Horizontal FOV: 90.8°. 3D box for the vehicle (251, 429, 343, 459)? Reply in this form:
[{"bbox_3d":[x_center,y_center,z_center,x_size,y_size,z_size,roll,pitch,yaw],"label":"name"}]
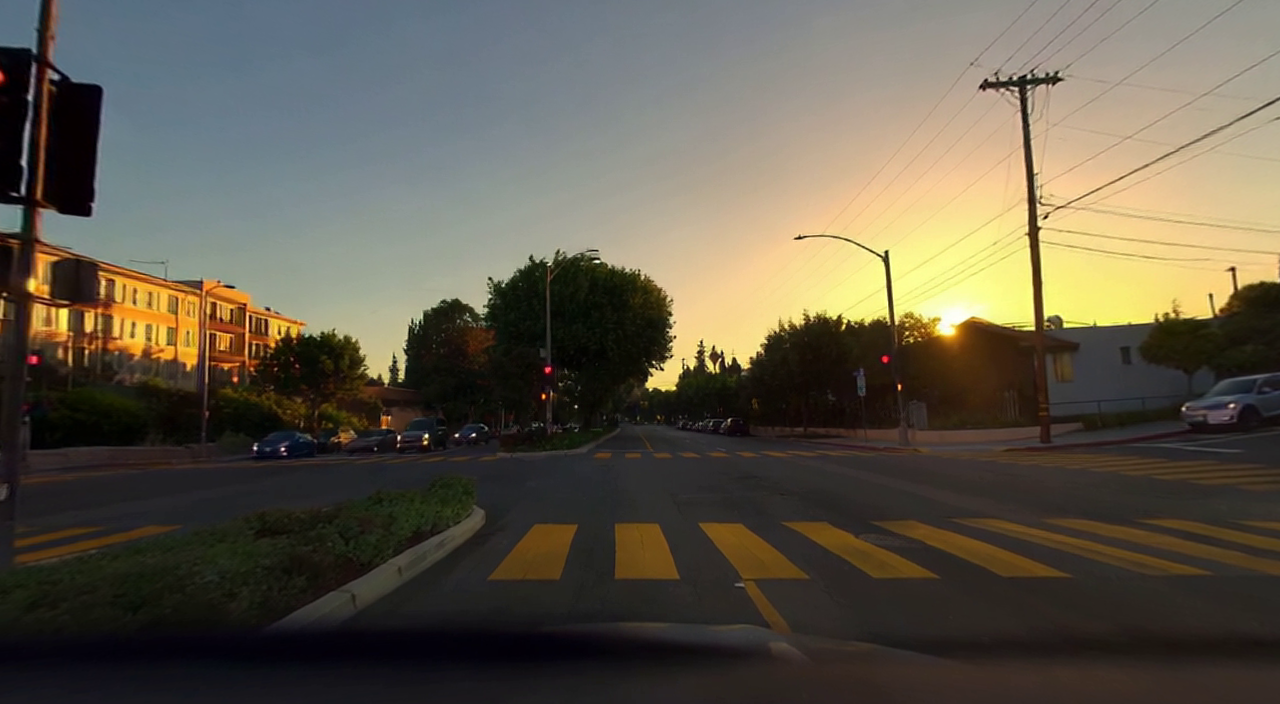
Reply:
[{"bbox_3d":[-18.060,4.907,33.623,1.939,1.430,5.533,0,-9,-2],"label":"vehicle"}]

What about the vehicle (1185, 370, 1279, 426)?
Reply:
[{"bbox_3d":[22.361,1.566,22.343,4.531,1.753,1.964,-2,-2,-5],"label":"vehicle"}]

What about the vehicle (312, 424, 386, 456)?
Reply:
[{"bbox_3d":[-18.262,5.596,39.955,2.225,1.871,5.189,0,-9,0],"label":"vehicle"}]

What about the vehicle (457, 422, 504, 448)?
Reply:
[{"bbox_3d":[-11.644,6.125,46.416,2.118,1.809,4.591,0,-8,2],"label":"vehicle"}]
